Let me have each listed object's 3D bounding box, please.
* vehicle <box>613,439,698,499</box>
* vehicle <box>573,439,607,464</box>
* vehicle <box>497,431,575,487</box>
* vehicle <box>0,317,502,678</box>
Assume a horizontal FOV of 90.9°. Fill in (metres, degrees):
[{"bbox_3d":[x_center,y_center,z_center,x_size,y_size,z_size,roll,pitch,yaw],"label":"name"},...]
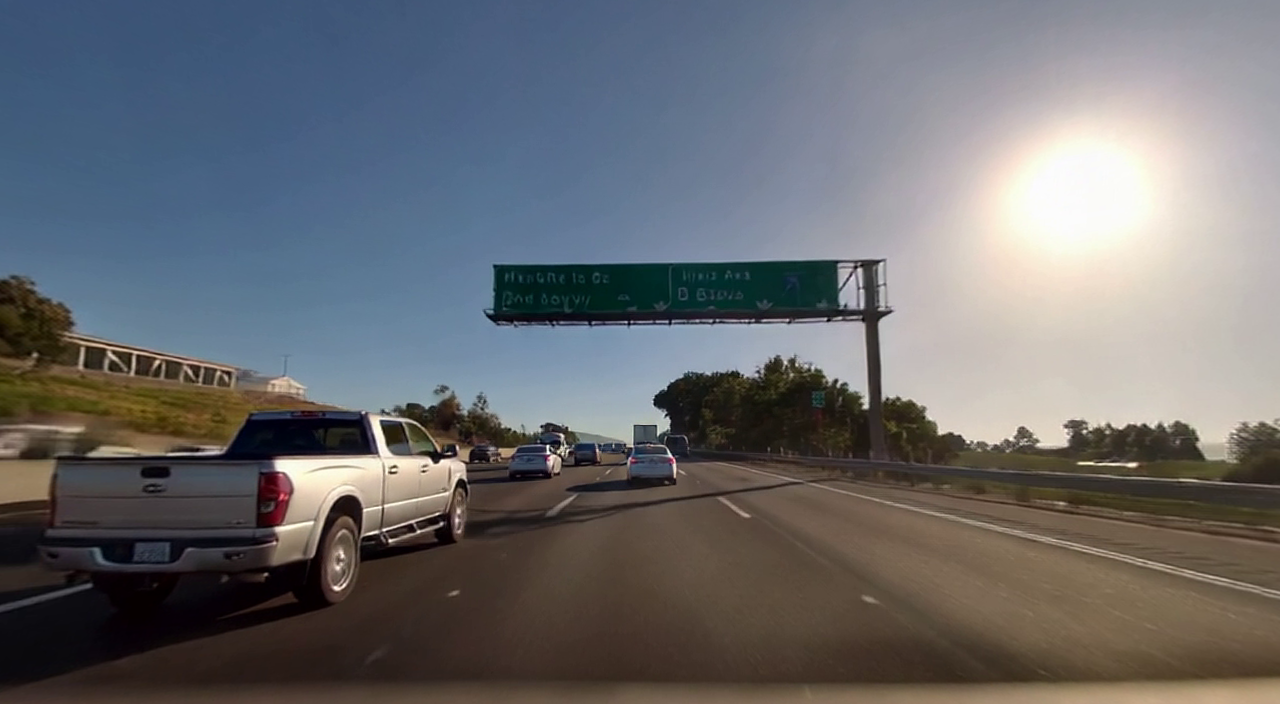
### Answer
[{"bbox_3d":[0.366,3.119,17.256,2.054,1.421,4.090,0,-8,0],"label":"vehicle"},{"bbox_3d":[-3.362,6.774,43.011,1.897,1.646,4.049,0,-8,1],"label":"vehicle"},{"bbox_3d":[-3.494,3.671,21.960,1.903,1.721,4.210,0,-8,1],"label":"vehicle"},{"bbox_3d":[-3.330,1.248,6.640,2.269,2.060,5.933,0,-8,1],"label":"vehicle"}]
